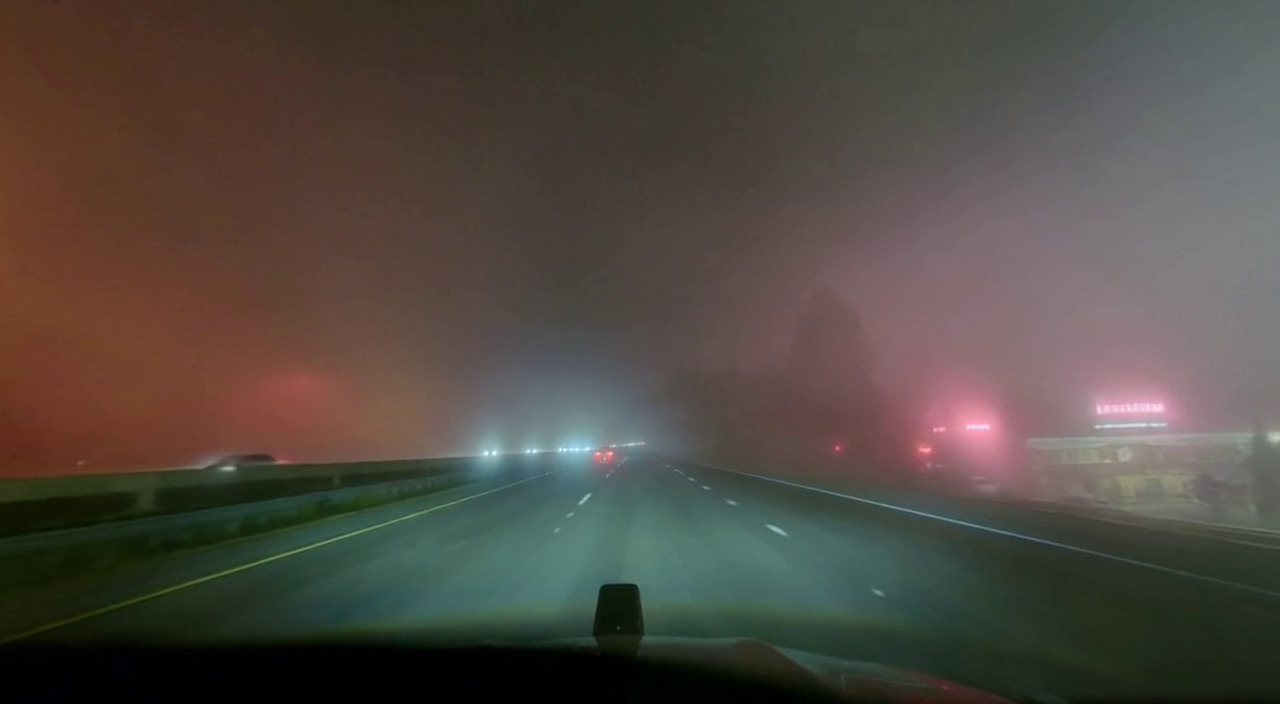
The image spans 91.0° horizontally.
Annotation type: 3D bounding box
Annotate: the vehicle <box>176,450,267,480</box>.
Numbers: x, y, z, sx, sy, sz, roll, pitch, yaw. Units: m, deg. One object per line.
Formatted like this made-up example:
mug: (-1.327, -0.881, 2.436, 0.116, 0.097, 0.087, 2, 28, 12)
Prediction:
vehicle: (-23.803, 6.405, 36.065, 1.886, 1.545, 4.772, 0, -9, 0)
